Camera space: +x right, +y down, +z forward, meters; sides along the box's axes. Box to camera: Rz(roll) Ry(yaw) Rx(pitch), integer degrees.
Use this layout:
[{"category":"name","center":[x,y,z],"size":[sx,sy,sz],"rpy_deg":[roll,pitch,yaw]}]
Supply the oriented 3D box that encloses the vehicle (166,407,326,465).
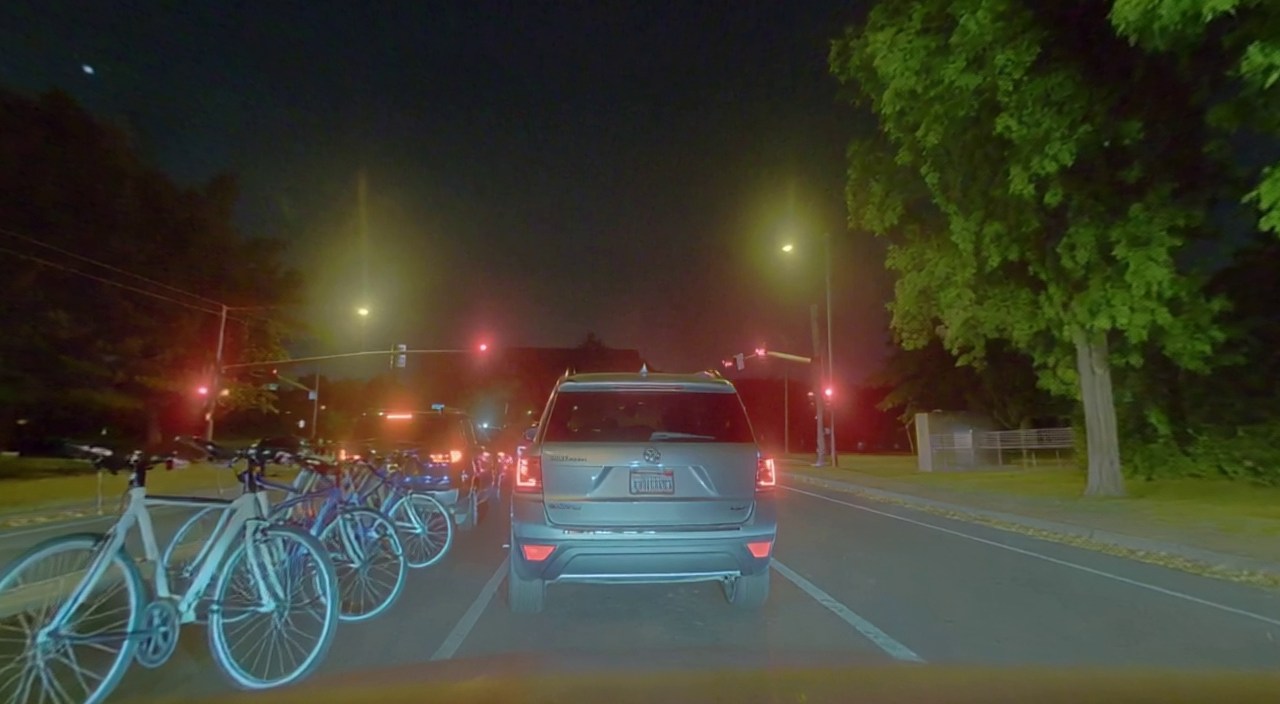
[{"category":"vehicle","center":[-25.119,5.409,40.723],"size":[8.040,3.335,3.070],"rpy_deg":[-1,-9,-7]}]

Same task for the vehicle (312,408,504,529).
[{"category":"vehicle","center":[-4.198,2.220,12.618],"size":[2.337,1.858,5.409],"rpy_deg":[1,-9,-7]}]

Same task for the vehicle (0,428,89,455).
[{"category":"vehicle","center":[-36.060,5.396,38.018],"size":[3.926,1.536,1.731],"rpy_deg":[0,-8,-8]}]

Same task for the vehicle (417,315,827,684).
[{"category":"vehicle","center":[-0.243,1.158,6.003],"size":[2.333,2.087,4.586],"rpy_deg":[1,-8,-4]}]
